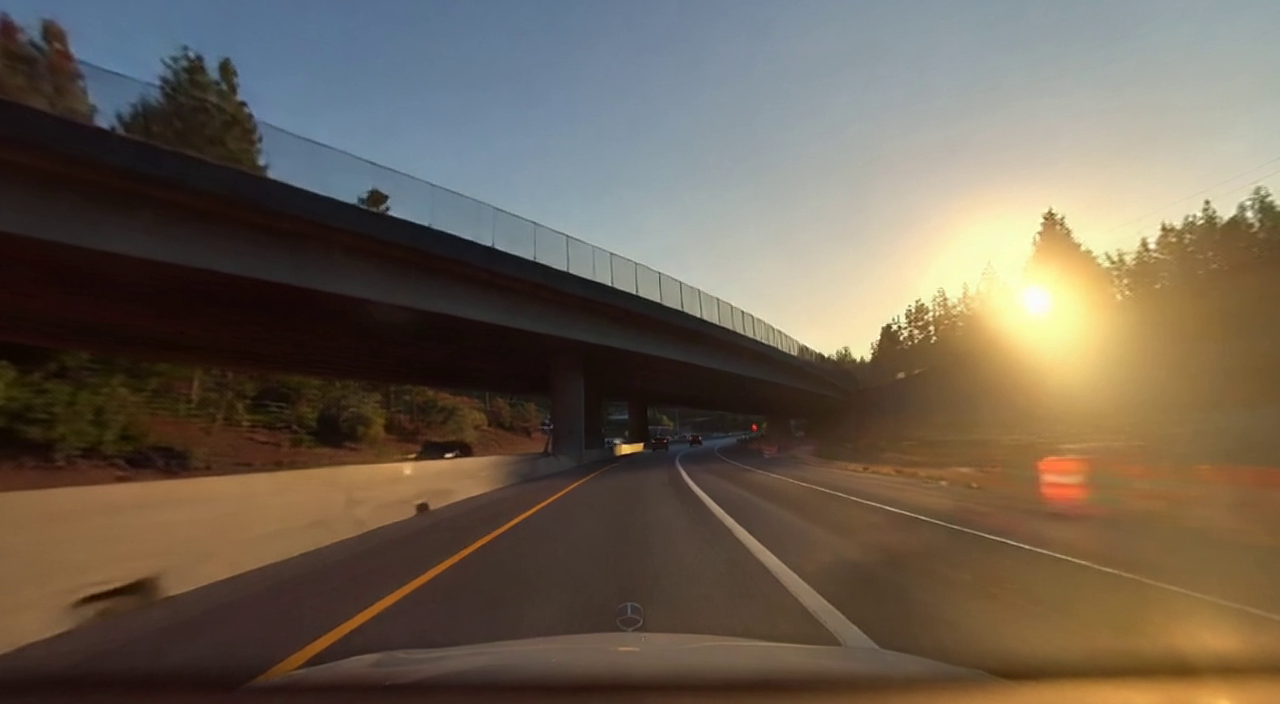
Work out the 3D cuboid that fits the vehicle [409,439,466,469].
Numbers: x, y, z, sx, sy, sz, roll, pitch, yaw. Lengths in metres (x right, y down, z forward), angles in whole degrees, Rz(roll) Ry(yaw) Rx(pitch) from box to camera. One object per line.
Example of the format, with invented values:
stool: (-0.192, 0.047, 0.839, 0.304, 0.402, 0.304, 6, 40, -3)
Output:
vehicle: (-9.962, 5.012, 31.247, 1.667, 1.399, 3.428, 0, -8, 1)
